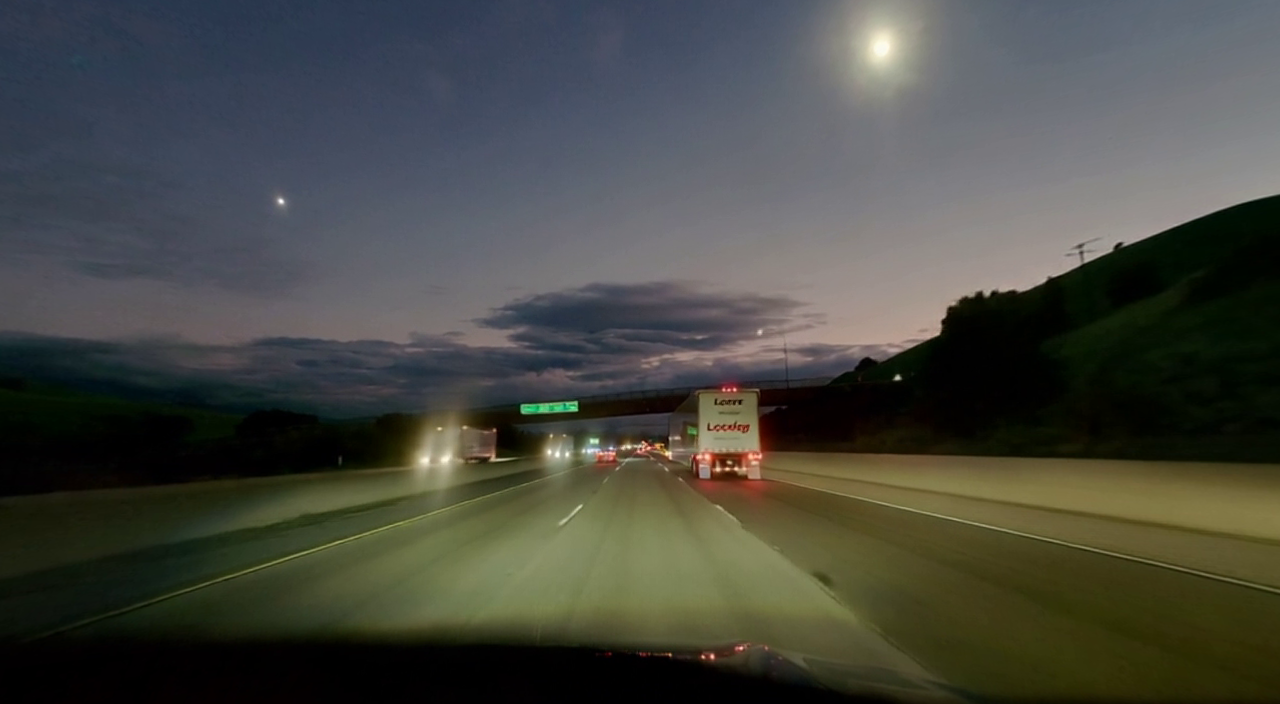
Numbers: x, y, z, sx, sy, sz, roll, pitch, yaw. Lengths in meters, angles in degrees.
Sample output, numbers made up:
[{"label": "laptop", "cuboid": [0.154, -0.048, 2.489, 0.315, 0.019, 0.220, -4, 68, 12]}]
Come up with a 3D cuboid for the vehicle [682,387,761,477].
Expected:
[{"label": "vehicle", "cuboid": [3.908, 4.213, 32.486, 2.885, 3.992, 8.526, 0, -9, 0]}]
